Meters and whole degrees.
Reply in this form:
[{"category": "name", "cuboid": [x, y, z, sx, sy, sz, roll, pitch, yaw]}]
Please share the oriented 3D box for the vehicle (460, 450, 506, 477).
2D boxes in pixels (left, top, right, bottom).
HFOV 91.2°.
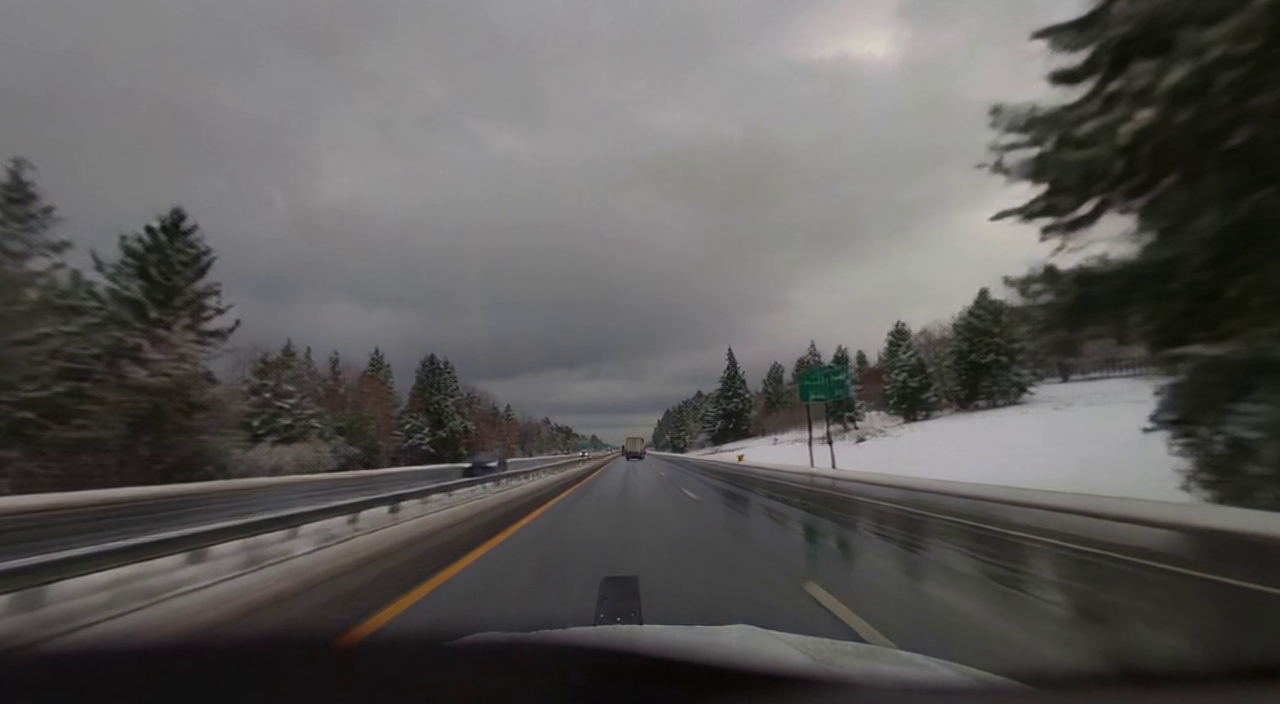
[{"category": "vehicle", "cuboid": [-9.684, 6.886, 38.935, 1.832, 1.511, 3.979, 0, -9, 0]}]
